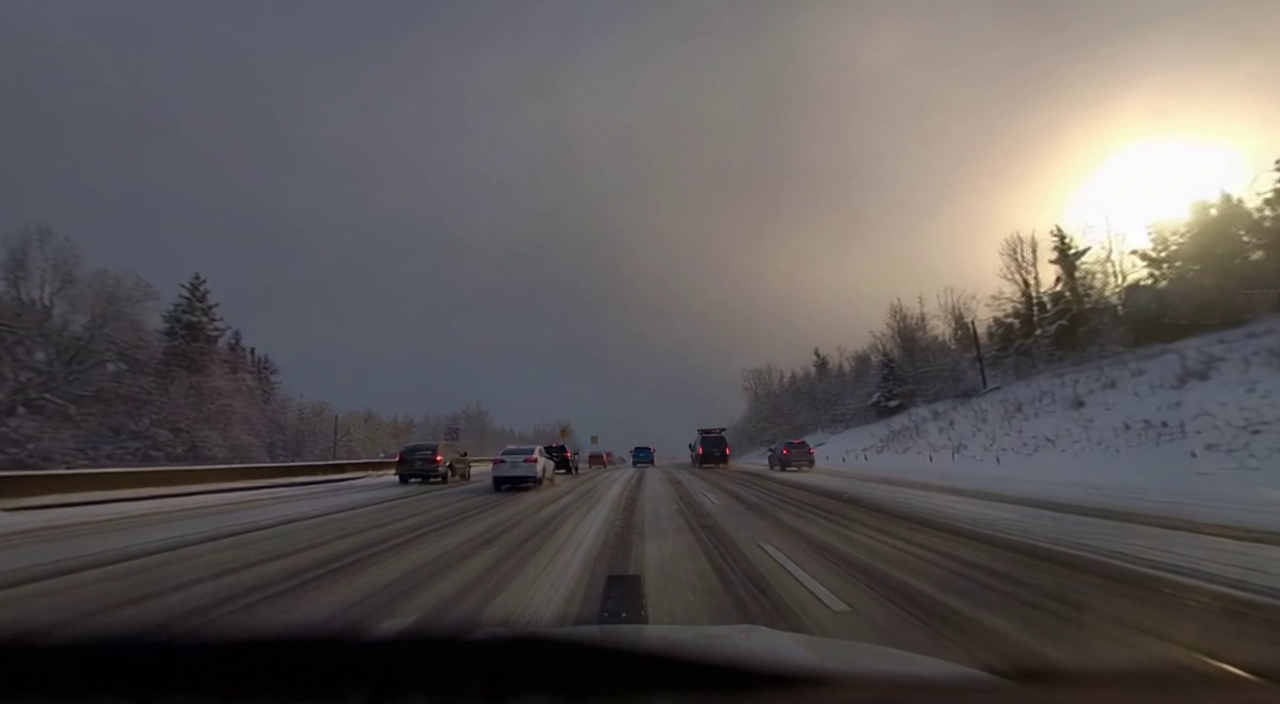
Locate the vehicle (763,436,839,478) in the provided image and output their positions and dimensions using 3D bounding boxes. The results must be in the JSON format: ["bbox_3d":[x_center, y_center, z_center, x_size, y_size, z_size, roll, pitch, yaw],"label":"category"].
[{"bbox_3d":[7.750,5.112,31.021,2.304,1.840,5.706,0,-9,1],"label":"vehicle"}]

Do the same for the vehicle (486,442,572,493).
[{"bbox_3d":[-3.463,3.687,20.526,1.970,1.483,4.071,0,-9,1],"label":"vehicle"}]

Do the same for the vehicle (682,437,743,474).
[{"bbox_3d":[3.993,5.851,35.890,2.777,1.895,5.710,0,-9,0],"label":"vehicle"}]

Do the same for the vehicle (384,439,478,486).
[{"bbox_3d":[-7.647,4.085,23.564,1.961,1.562,4.301,0,-9,2],"label":"vehicle"}]

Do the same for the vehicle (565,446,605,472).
[{"bbox_3d":[-3.391,6.687,39.651,1.987,1.466,4.341,0,-9,1],"label":"vehicle"}]

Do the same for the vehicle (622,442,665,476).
[{"bbox_3d":[0.158,5.598,33.187,2.115,1.617,4.102,0,-9,0],"label":"vehicle"}]
